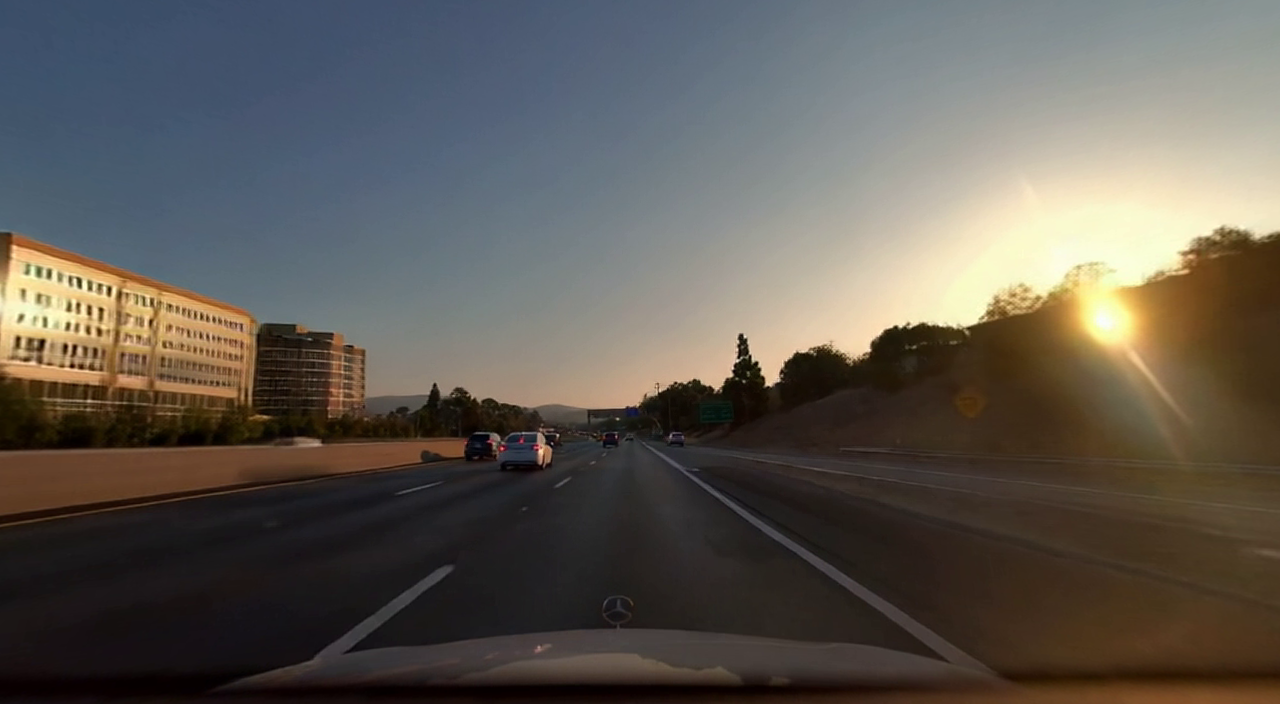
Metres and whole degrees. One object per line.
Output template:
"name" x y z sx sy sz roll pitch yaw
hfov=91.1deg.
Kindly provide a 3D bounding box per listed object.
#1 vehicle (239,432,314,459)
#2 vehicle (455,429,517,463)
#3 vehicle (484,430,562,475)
"vehicle" -21.345 5.517 37.117 1.987 1.501 4.054 0 -8 0
"vehicle" -7.685 4.714 31.804 1.985 1.575 4.453 0 -8 1
"vehicle" -4.178 3.664 23.216 1.996 1.490 4.571 0 -8 0
